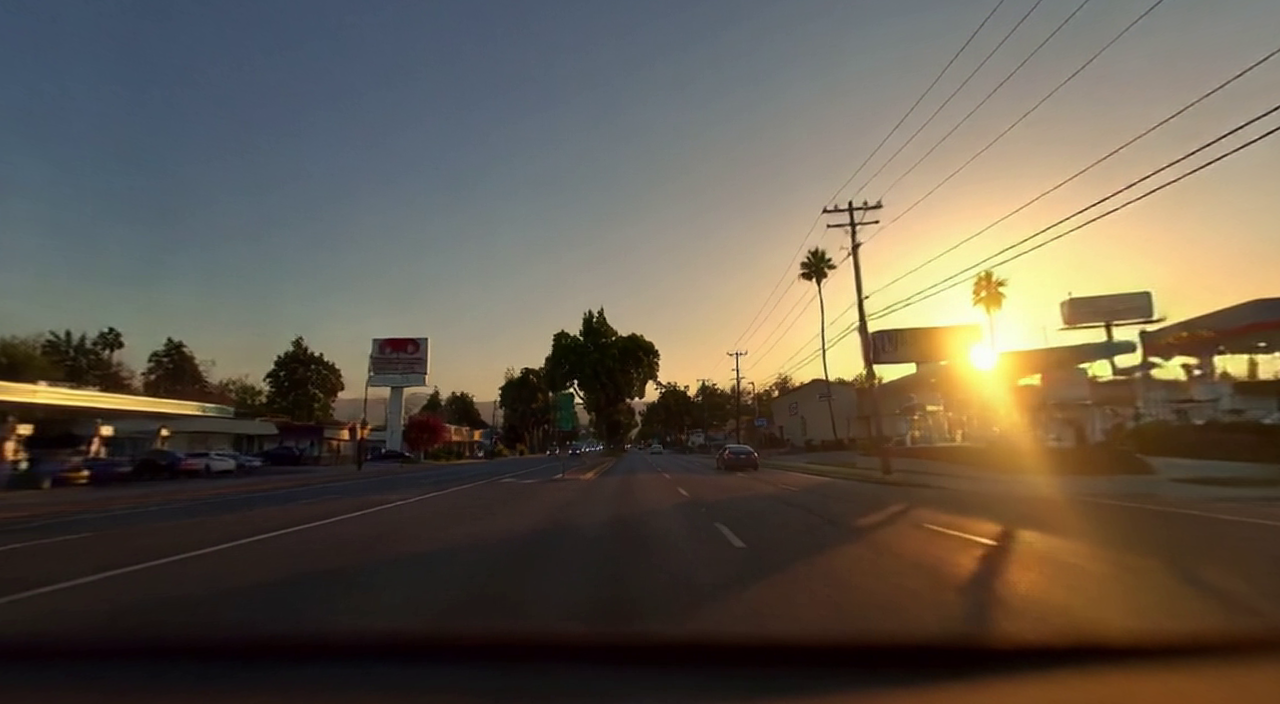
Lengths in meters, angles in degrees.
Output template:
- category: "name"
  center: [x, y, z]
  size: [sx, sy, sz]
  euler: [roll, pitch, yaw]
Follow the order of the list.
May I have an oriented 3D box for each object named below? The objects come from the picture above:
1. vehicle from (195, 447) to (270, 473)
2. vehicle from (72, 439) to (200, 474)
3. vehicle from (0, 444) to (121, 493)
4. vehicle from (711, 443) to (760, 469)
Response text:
- category: "vehicle"
  center: [-27.863, 7.350, 43.365]
  size: [2.113, 1.684, 4.498]
  euler: [0, -8, 0]
- category: "vehicle"
  center: [-29.078, 6.010, 36.649]
  size: [5.561, 1.842, 2.131]
  euler: [6, -10, -39]
- category: "vehicle"
  center: [-25.979, 5.012, 27.686]
  size: [2.056, 1.890, 5.063]
  euler: [0, -8, 0]
- category: "vehicle"
  center: [5.943, 6.538, 39.920]
  size: [2.261, 1.479, 4.403]
  euler: [0, -8, -2]
